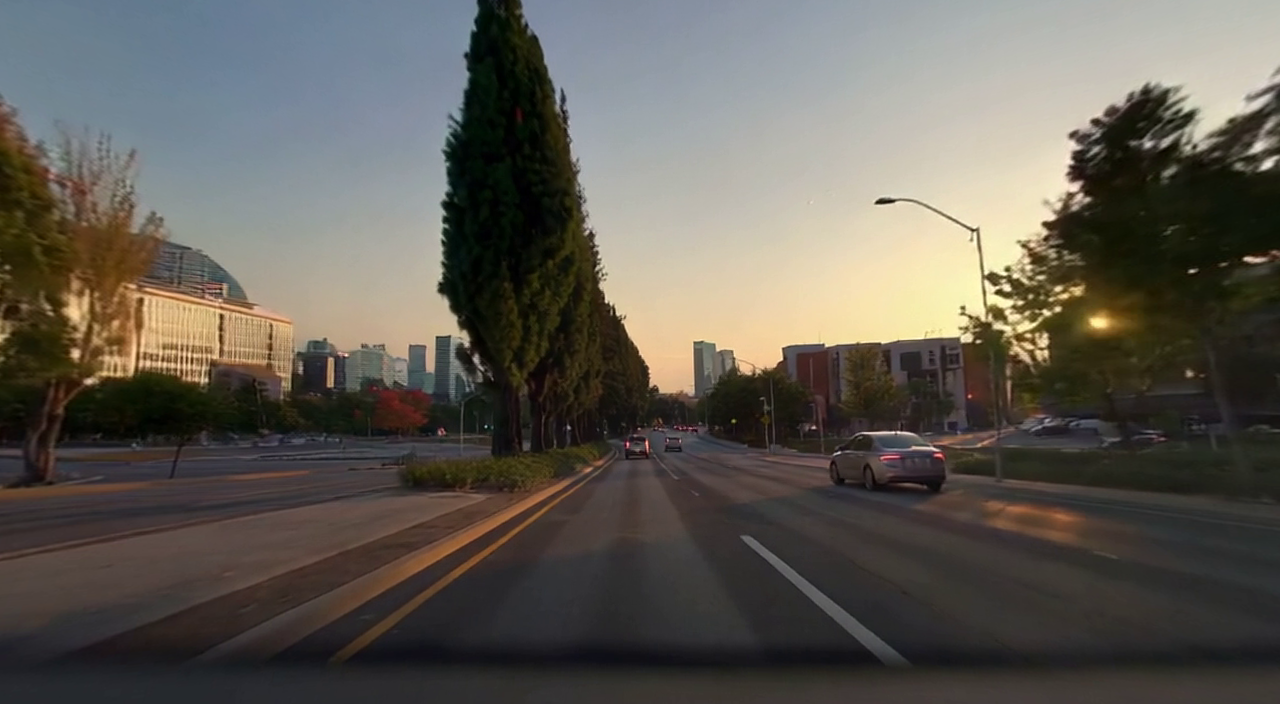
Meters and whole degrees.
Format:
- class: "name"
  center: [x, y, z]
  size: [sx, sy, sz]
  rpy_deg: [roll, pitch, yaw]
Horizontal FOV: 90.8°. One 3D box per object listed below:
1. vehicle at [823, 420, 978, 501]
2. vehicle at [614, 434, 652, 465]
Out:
- class: "vehicle"
  center: [6.580, 2.801, 16.658]
  size: [2.026, 1.804, 4.565]
  rpy_deg: [0, -8, -1]
- class: "vehicle"
  center: [-0.374, 5.999, 38.928]
  size: [2.193, 1.794, 4.457]
  rpy_deg: [0, -8, 0]
